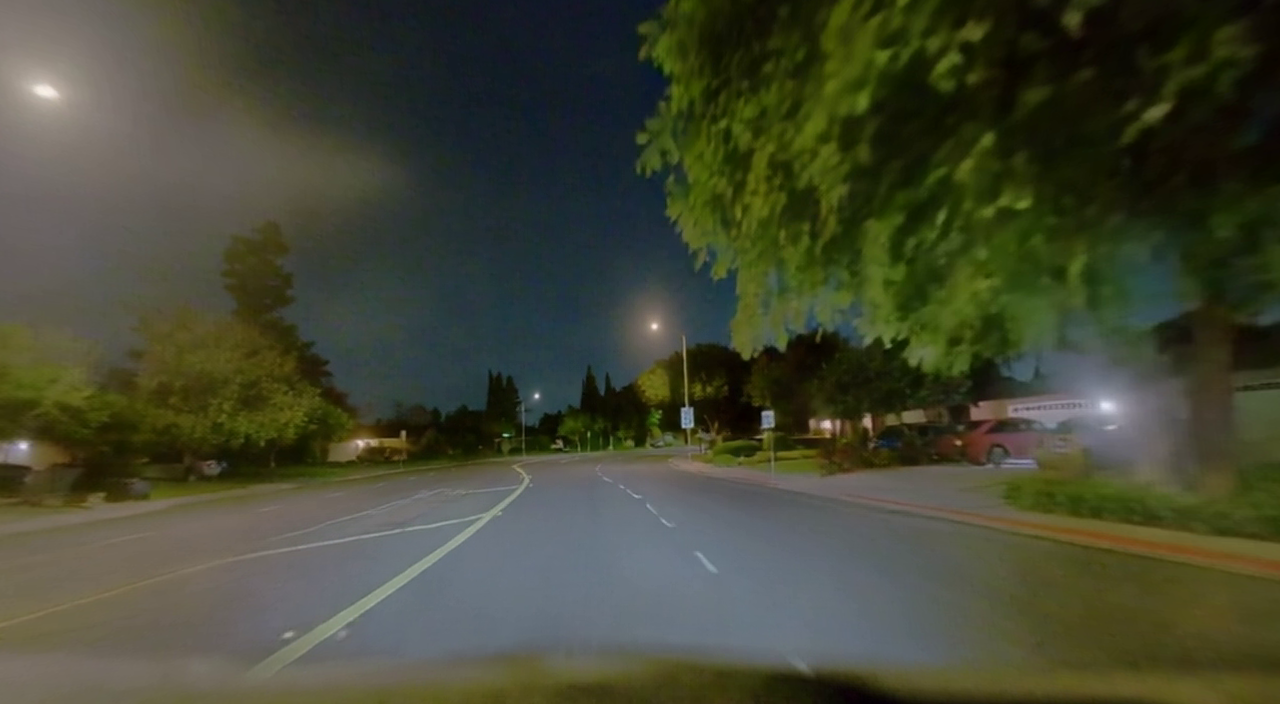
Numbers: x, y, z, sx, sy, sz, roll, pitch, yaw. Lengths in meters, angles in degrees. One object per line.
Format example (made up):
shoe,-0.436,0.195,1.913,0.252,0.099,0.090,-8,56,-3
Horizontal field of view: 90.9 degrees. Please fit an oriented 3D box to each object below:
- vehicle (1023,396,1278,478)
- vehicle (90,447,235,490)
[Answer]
vehicle,13.638,2.364,17.235,4.693,1.764,2.265,-5,-10,10
vehicle,-22.664,5.530,30.160,4.879,1.854,2.265,1,-9,-11
